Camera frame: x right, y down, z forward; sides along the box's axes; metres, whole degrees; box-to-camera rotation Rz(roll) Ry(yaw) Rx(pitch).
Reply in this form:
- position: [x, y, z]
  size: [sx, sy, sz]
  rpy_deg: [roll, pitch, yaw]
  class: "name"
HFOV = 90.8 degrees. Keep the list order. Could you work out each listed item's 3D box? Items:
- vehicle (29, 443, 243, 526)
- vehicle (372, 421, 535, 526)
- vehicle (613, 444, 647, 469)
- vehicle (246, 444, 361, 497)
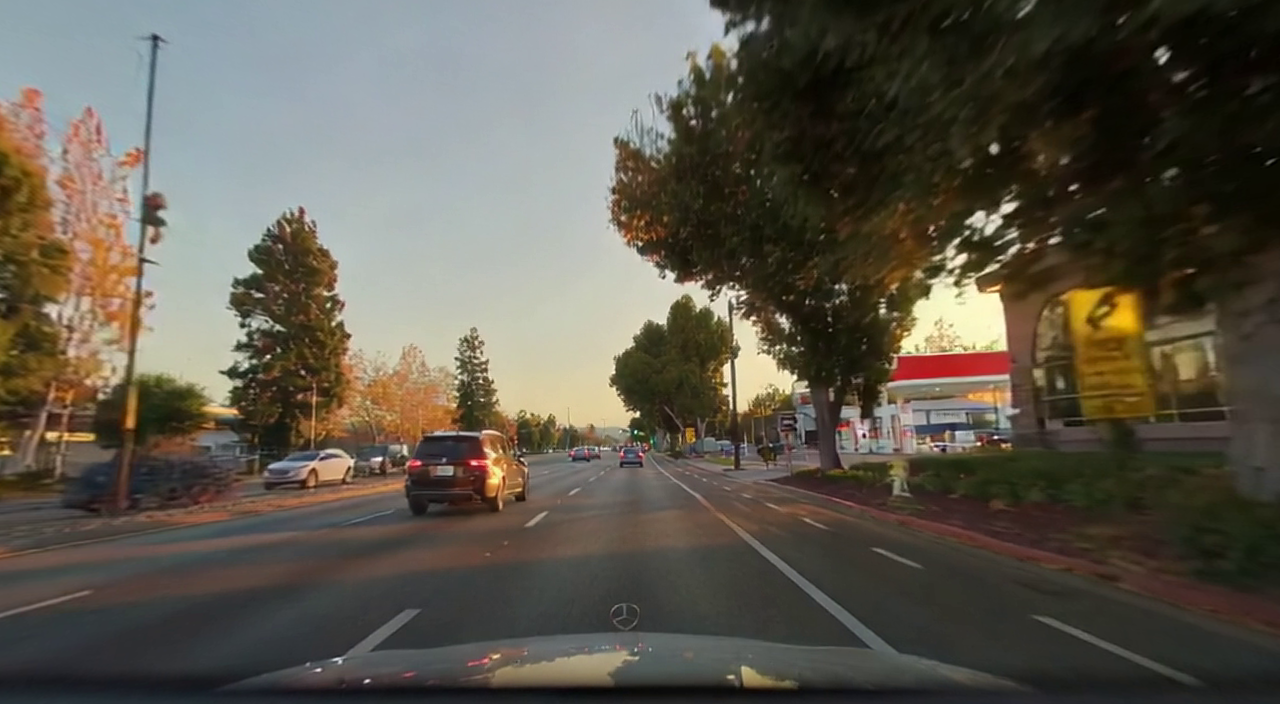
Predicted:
- position: [-11.838, 3.064, 15.311]
  size: [1.843, 1.512, 4.221]
  rpy_deg: [-3, -7, -2]
  class: "vehicle"
- position: [-3.567, 2.412, 13.112]
  size: [1.985, 1.772, 4.479]
  rpy_deg: [0, -8, 0]
  class: "vehicle"
- position: [-0.663, 7.332, 44.581]
  size: [2.190, 1.662, 4.167]
  rpy_deg: [0, -8, 2]
  class: "vehicle"
- position: [-11.893, 4.158, 22.691]
  size: [1.861, 1.550, 4.321]
  rpy_deg: [-4, -8, -1]
  class: "vehicle"
